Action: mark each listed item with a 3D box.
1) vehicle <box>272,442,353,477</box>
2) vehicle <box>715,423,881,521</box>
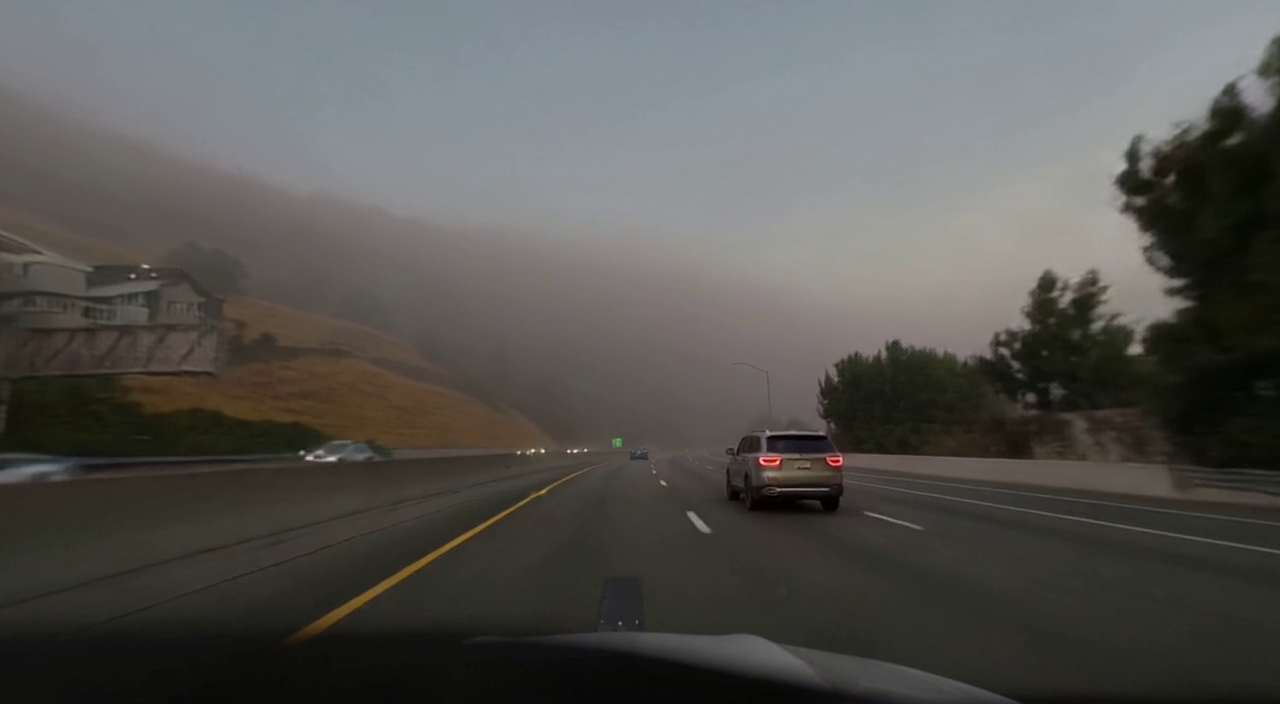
[{"bbox_3d":[-18.756,6.169,36.344,2.051,1.830,4.693,0,-9,1],"label":"vehicle"},{"bbox_3d":[3.183,2.547,13.899,2.318,1.766,4.587,0,-9,-2],"label":"vehicle"}]
